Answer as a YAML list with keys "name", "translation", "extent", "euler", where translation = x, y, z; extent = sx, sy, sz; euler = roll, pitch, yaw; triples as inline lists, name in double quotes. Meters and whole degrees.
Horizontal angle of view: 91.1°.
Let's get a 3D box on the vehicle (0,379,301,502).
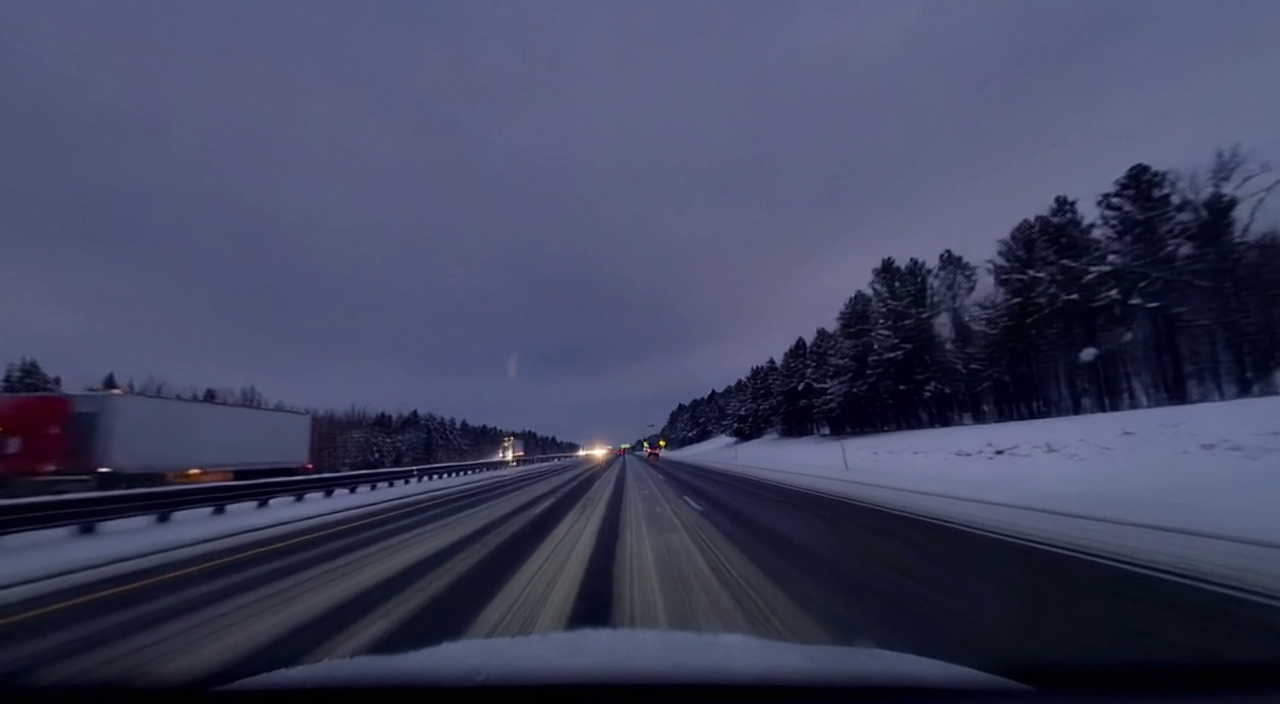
- name: "vehicle"
  translation: [-20.615, 3.892, 26.931]
  extent: [3.344, 3.633, 16.705]
  euler: [0, -9, -2]
